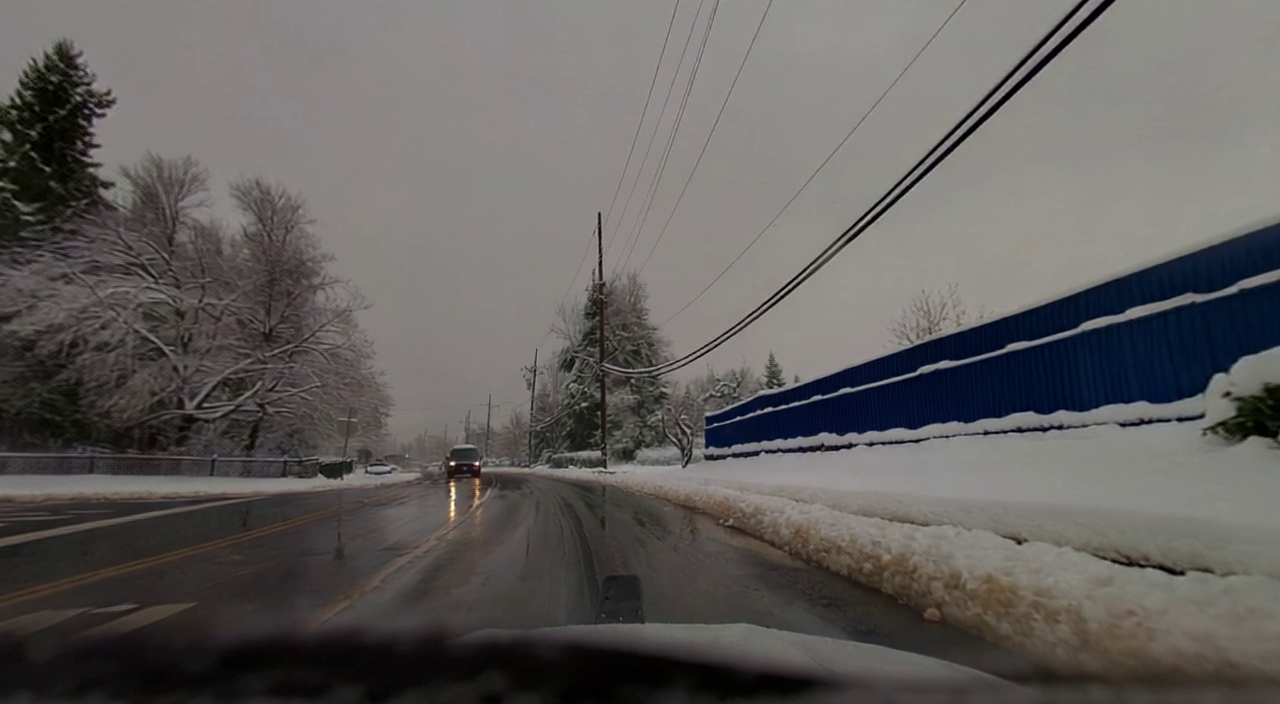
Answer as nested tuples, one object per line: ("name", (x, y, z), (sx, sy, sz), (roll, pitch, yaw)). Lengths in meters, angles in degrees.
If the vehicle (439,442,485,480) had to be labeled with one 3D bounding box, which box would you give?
("vehicle", (-9.740, 5.920, 34.551), (2.185, 1.901, 4.177), (2, -9, -16))
